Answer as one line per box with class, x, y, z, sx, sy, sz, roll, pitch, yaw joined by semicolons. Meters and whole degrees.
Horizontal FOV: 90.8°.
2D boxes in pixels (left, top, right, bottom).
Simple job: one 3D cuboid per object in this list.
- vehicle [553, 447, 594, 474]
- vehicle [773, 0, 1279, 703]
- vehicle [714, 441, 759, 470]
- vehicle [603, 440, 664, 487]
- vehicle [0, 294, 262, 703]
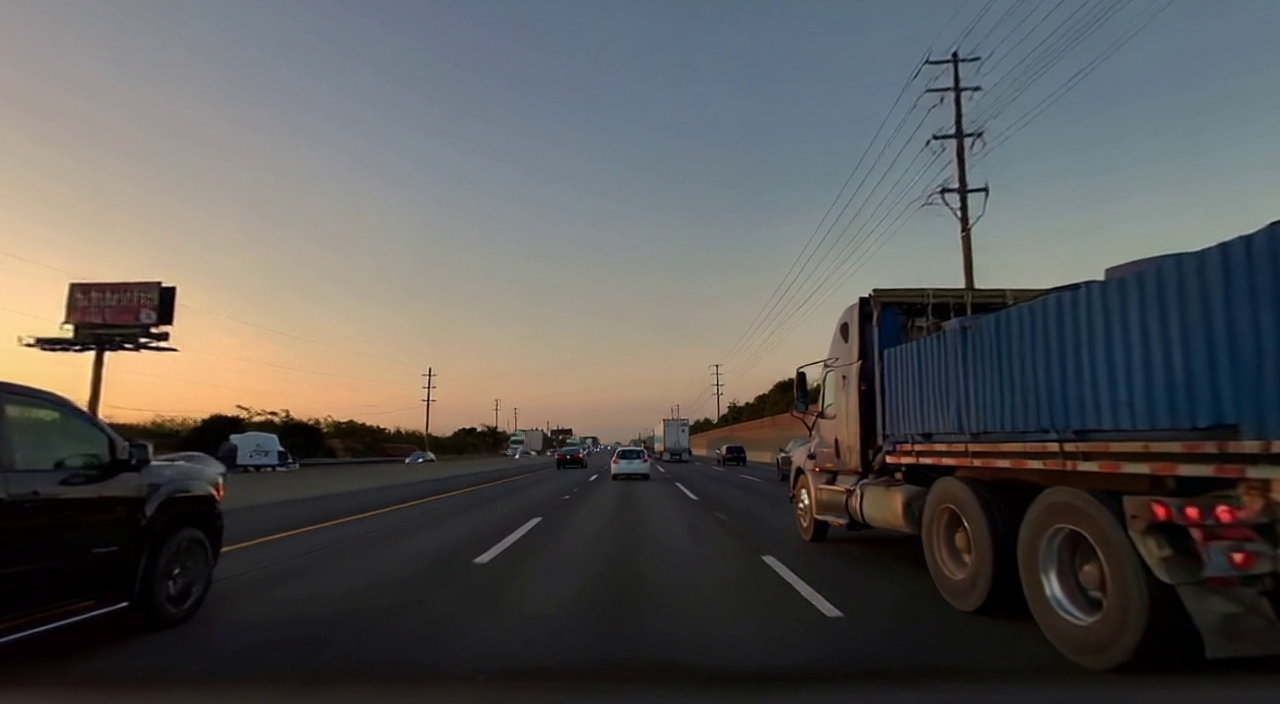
vehicle;-3.957;6.544;38.272;2.025;1.498;4.675;0;-9;0
vehicle;3.444;0.145;4.537;3.013;3.940;7.933;0;-9;-1
vehicle;6.956;7.542;46.246;2.302;1.973;5.502;0;-9;-1
vehicle;-0.240;4.344;24.957;2.191;1.685;4.015;0;-9;0
vehicle;-4.225;0.598;1.961;2.323;2.046;6.006;0;-9;1
